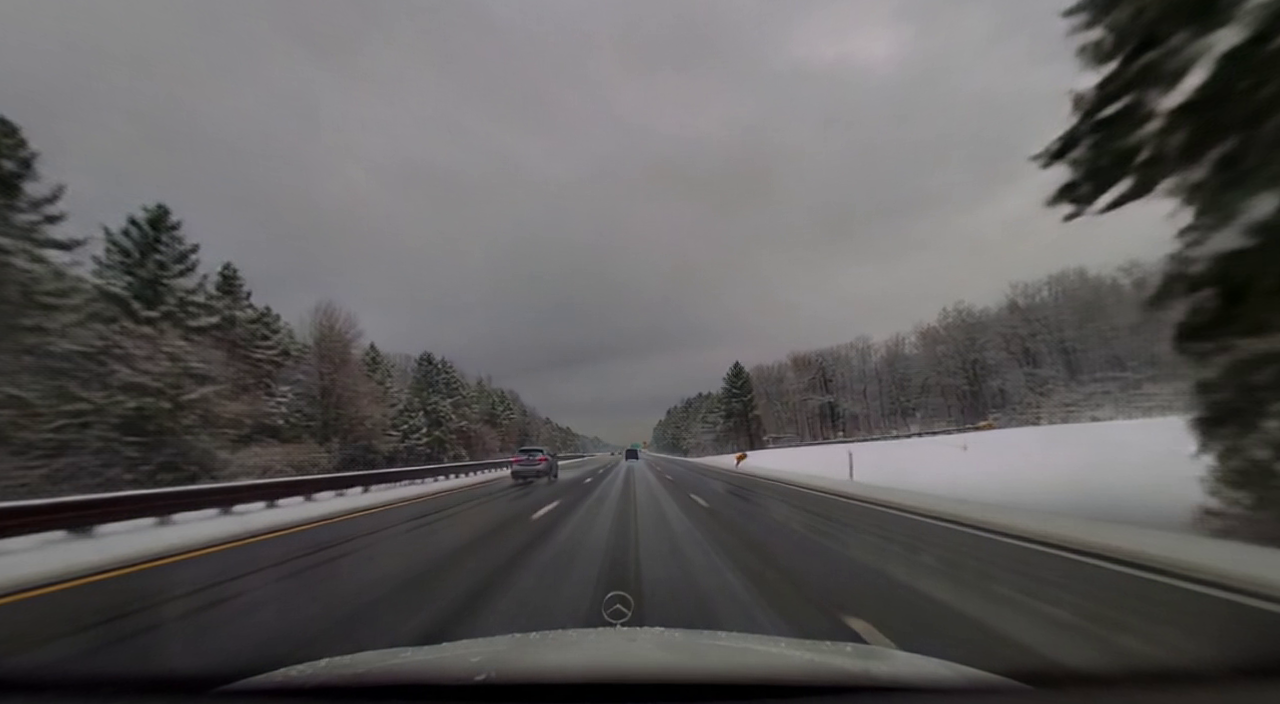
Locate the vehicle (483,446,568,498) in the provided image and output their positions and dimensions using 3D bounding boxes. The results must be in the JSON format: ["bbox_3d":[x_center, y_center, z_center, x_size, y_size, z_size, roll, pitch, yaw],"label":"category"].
[{"bbox_3d":[-3.546,3.783,20.196,1.970,1.492,3.944,0,-9,0],"label":"vehicle"}]
